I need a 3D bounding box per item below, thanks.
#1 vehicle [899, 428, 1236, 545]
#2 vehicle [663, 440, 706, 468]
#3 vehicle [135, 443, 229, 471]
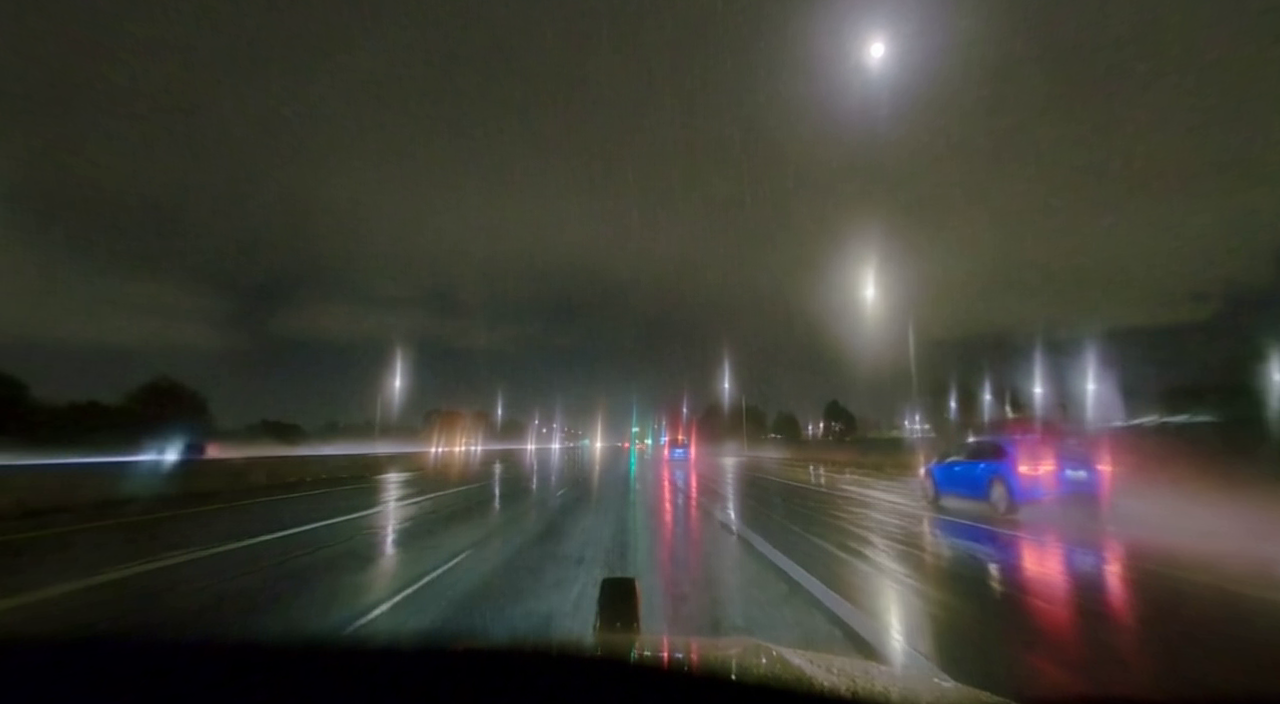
[{"bbox_3d":[6.697,2.154,10.919,2.227,1.522,5.041,0,-8,-1],"label":"vehicle"},{"bbox_3d":[2.639,6.218,38.540,2.270,1.615,3.770,0,-8,-1],"label":"vehicle"},{"bbox_3d":[-28.504,6.536,39.580,2.125,1.654,5.097,0,-8,-1],"label":"vehicle"}]
